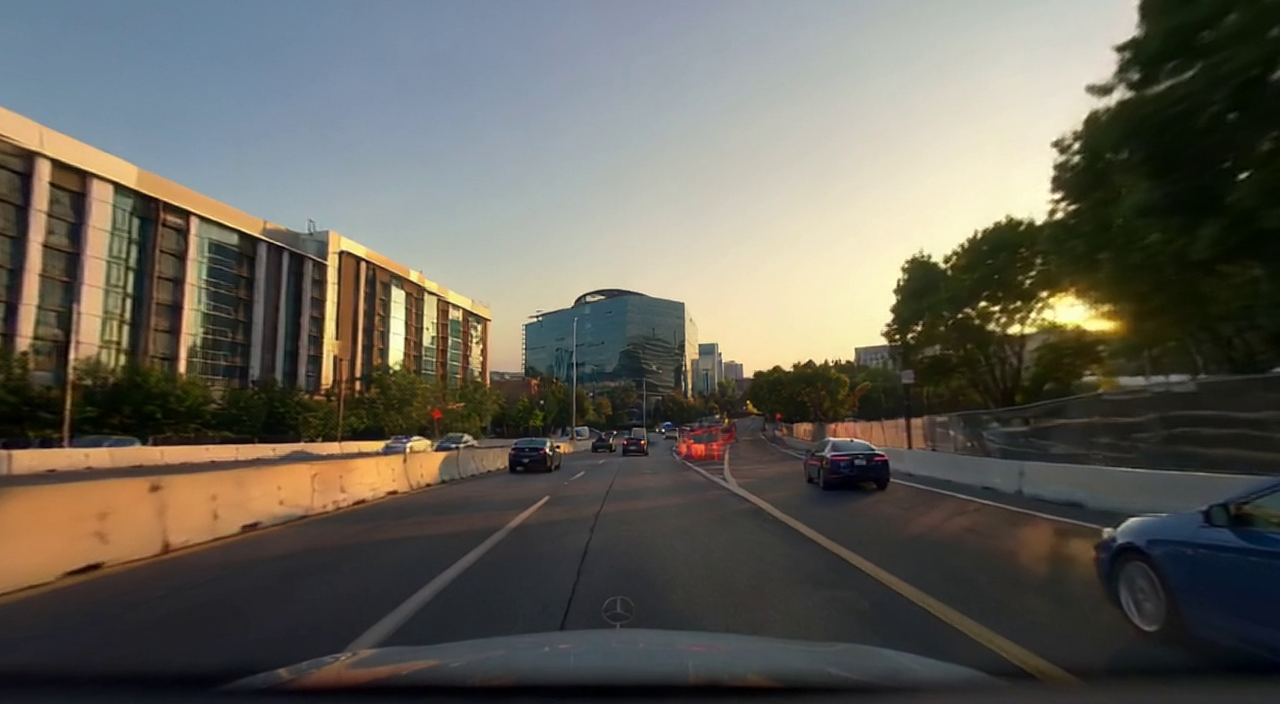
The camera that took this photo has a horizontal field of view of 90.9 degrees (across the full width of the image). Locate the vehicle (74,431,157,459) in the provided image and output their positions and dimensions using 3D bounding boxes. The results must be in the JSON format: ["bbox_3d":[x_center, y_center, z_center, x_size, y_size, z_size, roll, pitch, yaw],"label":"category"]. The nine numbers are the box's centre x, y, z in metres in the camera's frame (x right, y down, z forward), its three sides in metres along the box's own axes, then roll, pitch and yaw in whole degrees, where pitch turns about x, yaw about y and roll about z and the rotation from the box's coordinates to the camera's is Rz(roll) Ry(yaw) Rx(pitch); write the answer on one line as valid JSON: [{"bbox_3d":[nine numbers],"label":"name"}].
[{"bbox_3d":[-31.049,5.492,37.376,1.681,1.575,3.449,-1,-8,7],"label":"vehicle"}]

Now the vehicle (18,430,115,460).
[{"bbox_3d":[-33.712,5.477,37.165,1.806,1.653,3.792,-1,-8,9],"label":"vehicle"}]

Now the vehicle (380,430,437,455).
[{"bbox_3d":[-17.052,6.669,46.661,2.237,1.776,4.812,0,-8,2],"label":"vehicle"}]

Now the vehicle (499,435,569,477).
[{"bbox_3d":[-3.884,3.864,23.807,1.848,1.406,4.013,0,-8,2],"label":"vehicle"}]

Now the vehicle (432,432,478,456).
[{"bbox_3d":[-13.333,6.640,45.683,1.857,1.657,4.331,0,-8,3],"label":"vehicle"}]

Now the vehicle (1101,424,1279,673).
[{"bbox_3d":[4.668,1.098,3.198,1.784,1.471,3.935,0,-8,3],"label":"vehicle"}]

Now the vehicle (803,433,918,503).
[{"bbox_3d":[5.284,2.768,15.582,1.913,1.499,3.581,-1,-8,7],"label":"vehicle"}]
